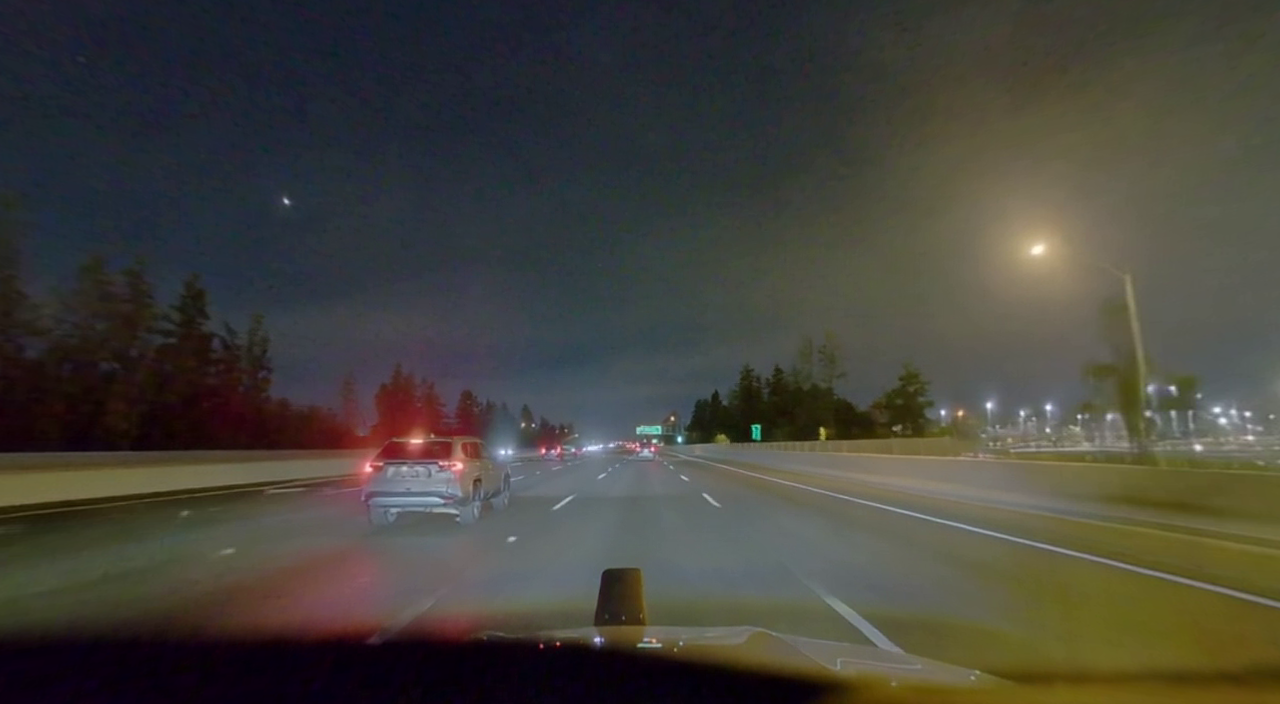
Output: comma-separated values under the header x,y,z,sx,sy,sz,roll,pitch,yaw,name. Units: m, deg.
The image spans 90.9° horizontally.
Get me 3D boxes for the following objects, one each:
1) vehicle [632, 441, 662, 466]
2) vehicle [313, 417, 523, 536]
x,y,z,sx,sy,sz,roll,pitch,yaw,name
0.459,7.038,43.779,2.023,1.589,4.030,0,-8,0,vehicle
-3.755,2.207,11.750,2.214,1.759,4.435,-1,-9,1,vehicle
